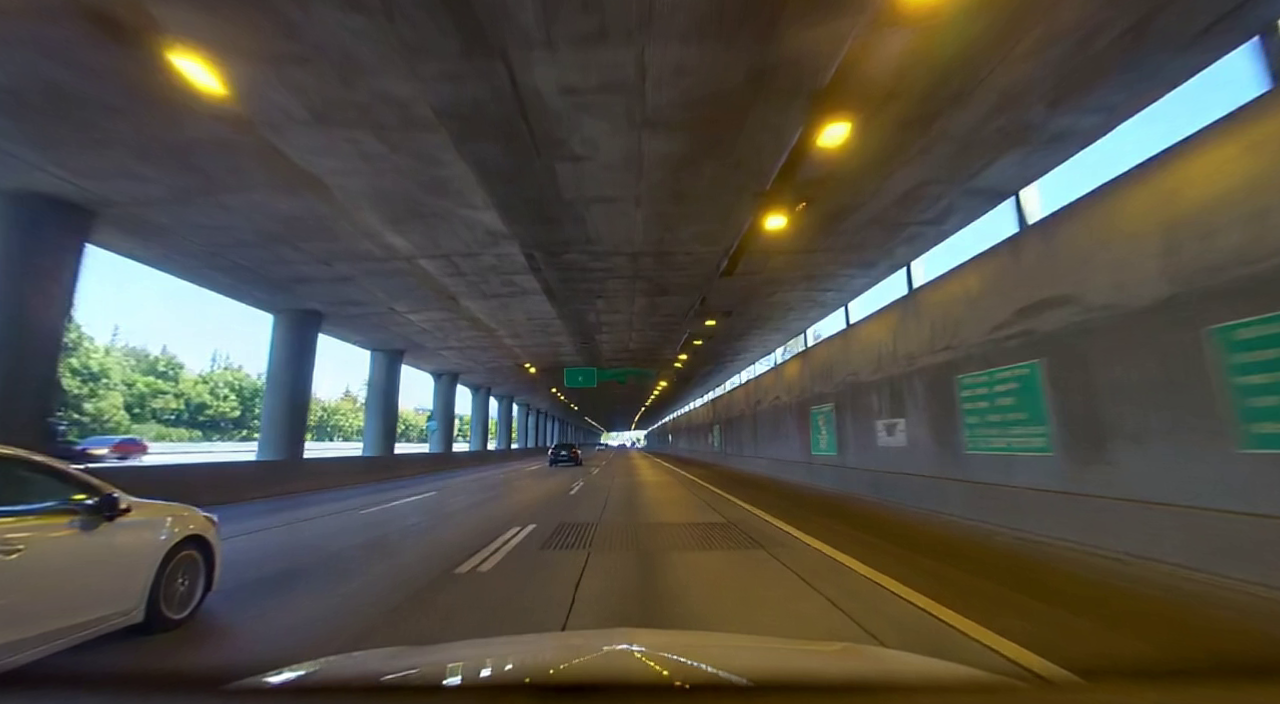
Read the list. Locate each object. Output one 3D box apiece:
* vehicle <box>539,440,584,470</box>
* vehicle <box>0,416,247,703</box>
[{"bbox_3d":[-4.160,5.525,34.111,1.973,1.474,4.199,0,-8,-1],"label":"vehicle"},{"bbox_3d":[-3.931,0.978,2.589,1.885,1.424,4.230,-1,-8,0],"label":"vehicle"}]
